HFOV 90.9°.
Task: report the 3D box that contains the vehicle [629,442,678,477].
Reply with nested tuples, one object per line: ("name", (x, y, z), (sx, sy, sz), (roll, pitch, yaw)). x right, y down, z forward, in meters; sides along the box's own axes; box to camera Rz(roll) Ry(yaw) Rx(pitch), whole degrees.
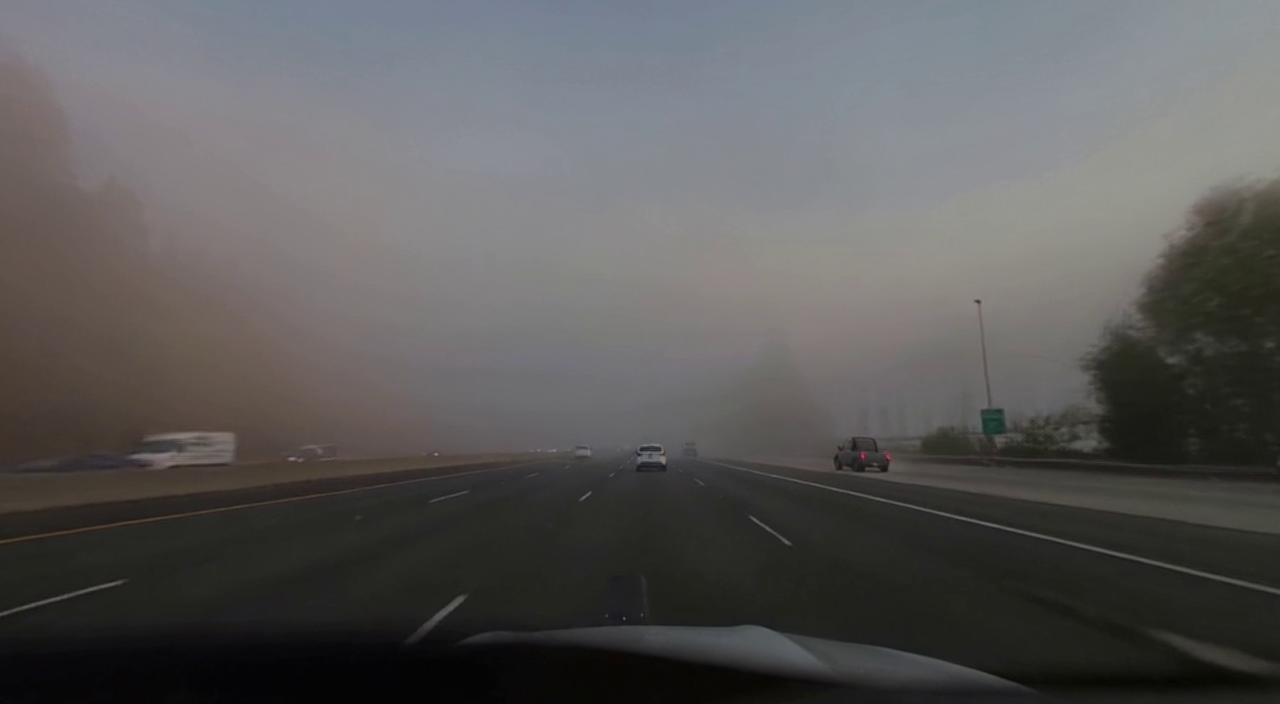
("vehicle", (0.583, 4.920, 29.207), (2.112, 1.482, 4.082), (0, -8, 0))

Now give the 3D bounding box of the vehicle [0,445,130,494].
("vehicle", (-21.233, 4.133, 22.577), (1.930, 1.545, 4.734), (-1, -8, 1))

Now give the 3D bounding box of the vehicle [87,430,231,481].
("vehicle", (-24.945, 5.402, 33.219), (2.187, 2.399, 6.679), (-1, -8, 1))

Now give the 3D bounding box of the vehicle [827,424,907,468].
("vehicle", (13.542, 5.696, 38.135), (2.336, 2.415, 6.056), (0, -8, -3))
